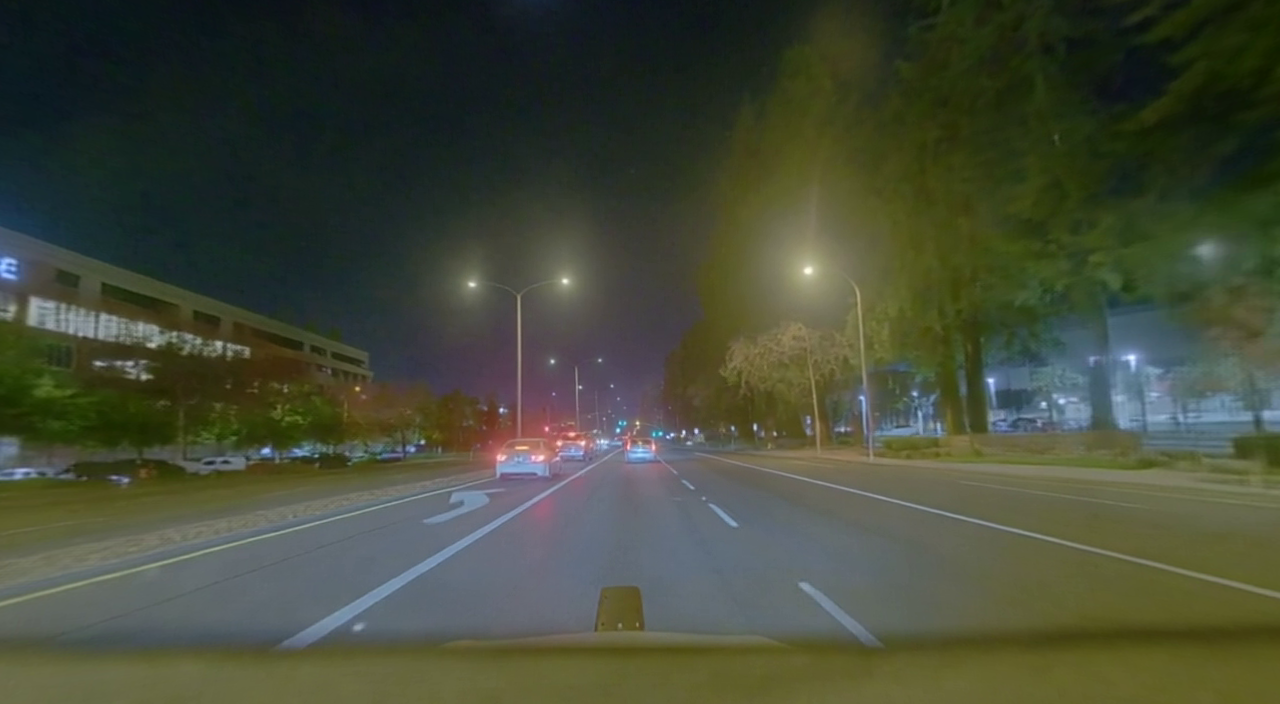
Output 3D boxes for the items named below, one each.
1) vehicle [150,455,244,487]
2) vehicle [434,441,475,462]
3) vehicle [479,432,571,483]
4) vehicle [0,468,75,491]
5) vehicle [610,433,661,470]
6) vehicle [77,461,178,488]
[{"bbox_3d":[-28.792,7.714,41.190,4.586,1.682,2.003,-3,-8,-4],"label":"vehicle"},{"bbox_3d":[-13.572,7.286,46.391,1.879,1.503,4.274,0,-8,-3],"label":"vehicle"},{"bbox_3d":[-3.600,3.397,20.624,2.139,1.487,4.453,0,-8,0],"label":"vehicle"},{"bbox_3d":[-41.580,8.710,43.322,3.900,1.453,1.740,0,-8,0],"label":"vehicle"},{"bbox_3d":[-0.218,4.407,28.142,2.126,1.475,3.967,0,-8,-1],"label":"vehicle"},{"bbox_3d":[-29.218,6.954,36.069,4.193,1.435,1.770,0,-8,0],"label":"vehicle"}]
